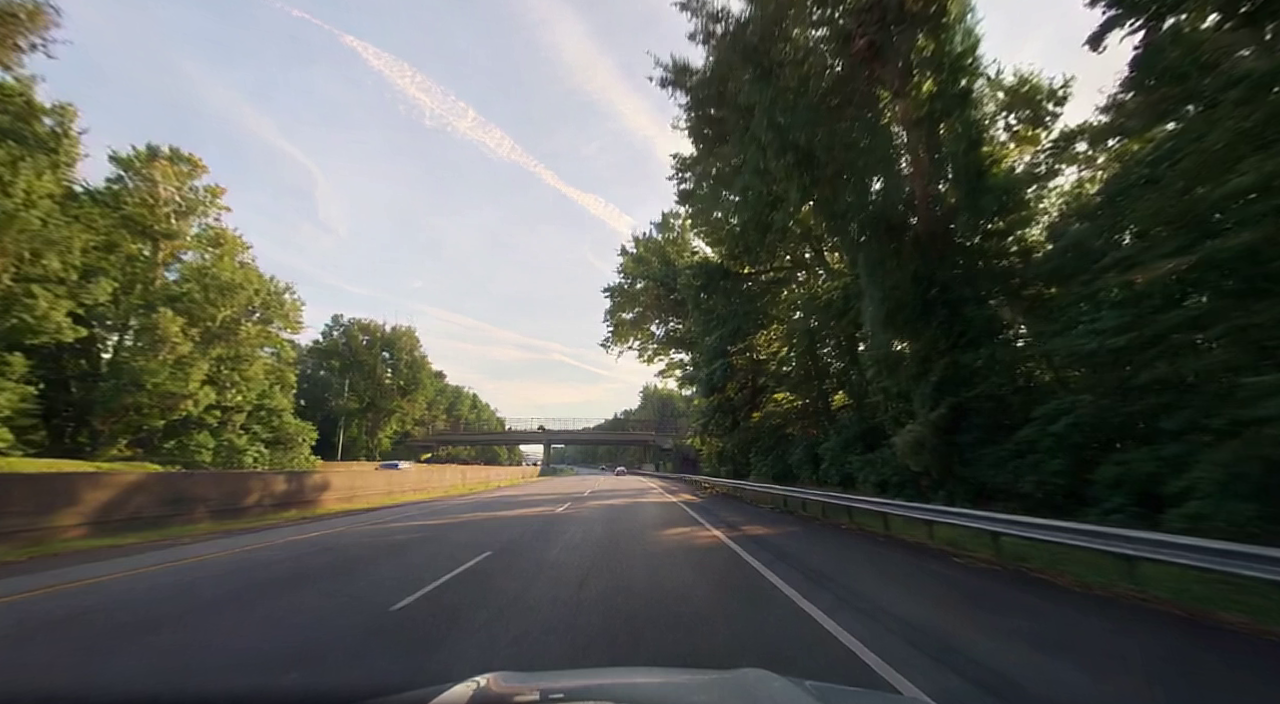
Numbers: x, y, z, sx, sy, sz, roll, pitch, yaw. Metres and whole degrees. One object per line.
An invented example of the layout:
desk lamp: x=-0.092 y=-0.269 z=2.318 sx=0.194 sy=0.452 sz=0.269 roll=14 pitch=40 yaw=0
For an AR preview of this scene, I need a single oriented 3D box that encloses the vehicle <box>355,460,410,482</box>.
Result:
vehicle: x=-18.497 y=8.570 z=45.464 sx=2.080 sy=1.488 sz=4.621 roll=1 pitch=-11 yaw=-1
